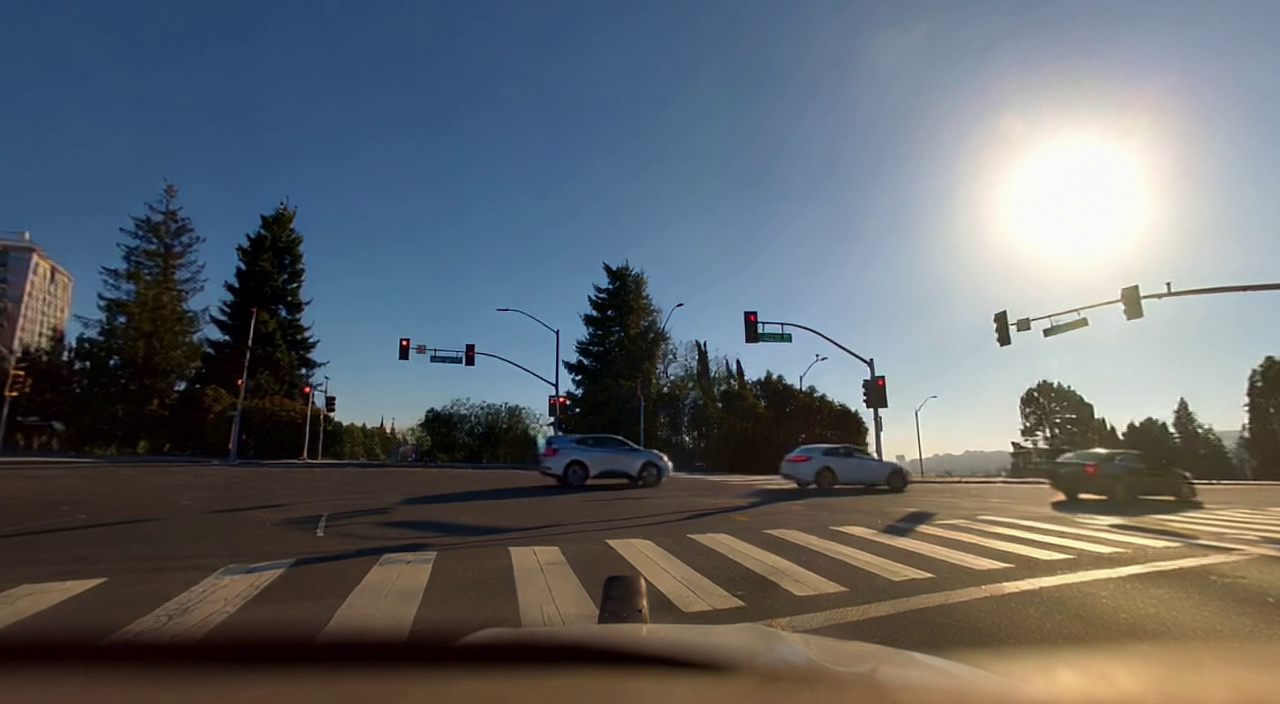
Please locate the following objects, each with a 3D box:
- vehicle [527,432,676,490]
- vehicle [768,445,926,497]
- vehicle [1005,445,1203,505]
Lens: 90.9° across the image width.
[{"bbox_3d":[-1.336,3.686,21.582,4.708,1.810,1.986,3,-9,-18],"label":"vehicle"},{"bbox_3d":[6.565,3.729,20.099,4.475,1.496,1.861,3,-9,-17],"label":"vehicle"},{"bbox_3d":[13.297,3.460,18.129,4.952,1.511,1.855,2,-9,-17],"label":"vehicle"}]
